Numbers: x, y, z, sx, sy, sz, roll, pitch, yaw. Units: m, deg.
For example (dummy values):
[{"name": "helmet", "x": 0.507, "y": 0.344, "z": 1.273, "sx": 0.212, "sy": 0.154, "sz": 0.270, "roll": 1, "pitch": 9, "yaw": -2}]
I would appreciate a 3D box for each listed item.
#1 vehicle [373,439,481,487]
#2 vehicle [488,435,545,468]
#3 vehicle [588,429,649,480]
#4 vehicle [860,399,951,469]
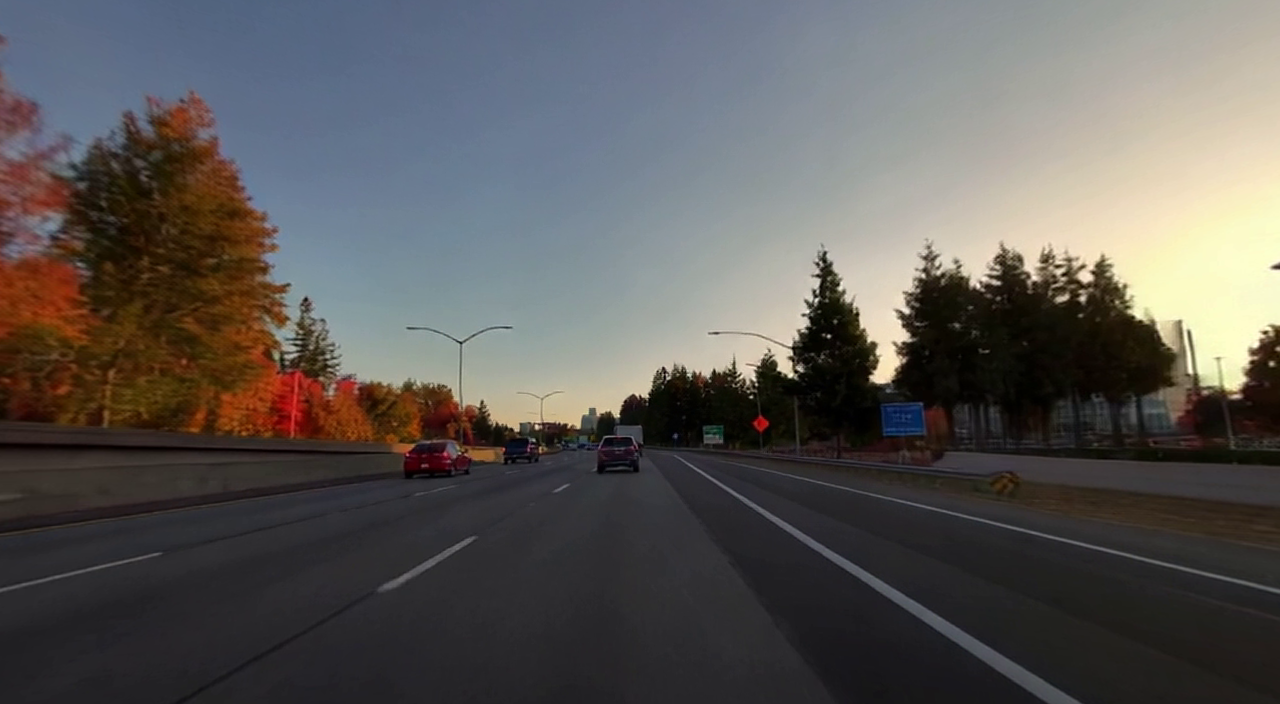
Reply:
[{"name": "vehicle", "x": -7.300, "y": 3.830, "z": 22.131, "sx": 2.074, "sy": 1.495, "sz": 4.643, "roll": 0, "pitch": -8, "yaw": 1}, {"name": "vehicle", "x": -7.620, "y": 6.204, "z": 39.491, "sx": 2.328, "sy": 1.927, "sz": 5.880, "roll": 0, "pitch": -8, "yaw": 0}, {"name": "vehicle", "x": -0.802, "y": 4.170, "z": 25.834, "sx": 2.245, "sy": 1.863, "sz": 4.801, "roll": 0, "pitch": -8, "yaw": 0}, {"name": "vehicle", "x": 14.367, "y": 4.515, "z": 34.434, "sx": 2.879, "sy": 3.559, "sz": 4.020, "roll": 0, "pitch": -9, "yaw": -3}]
